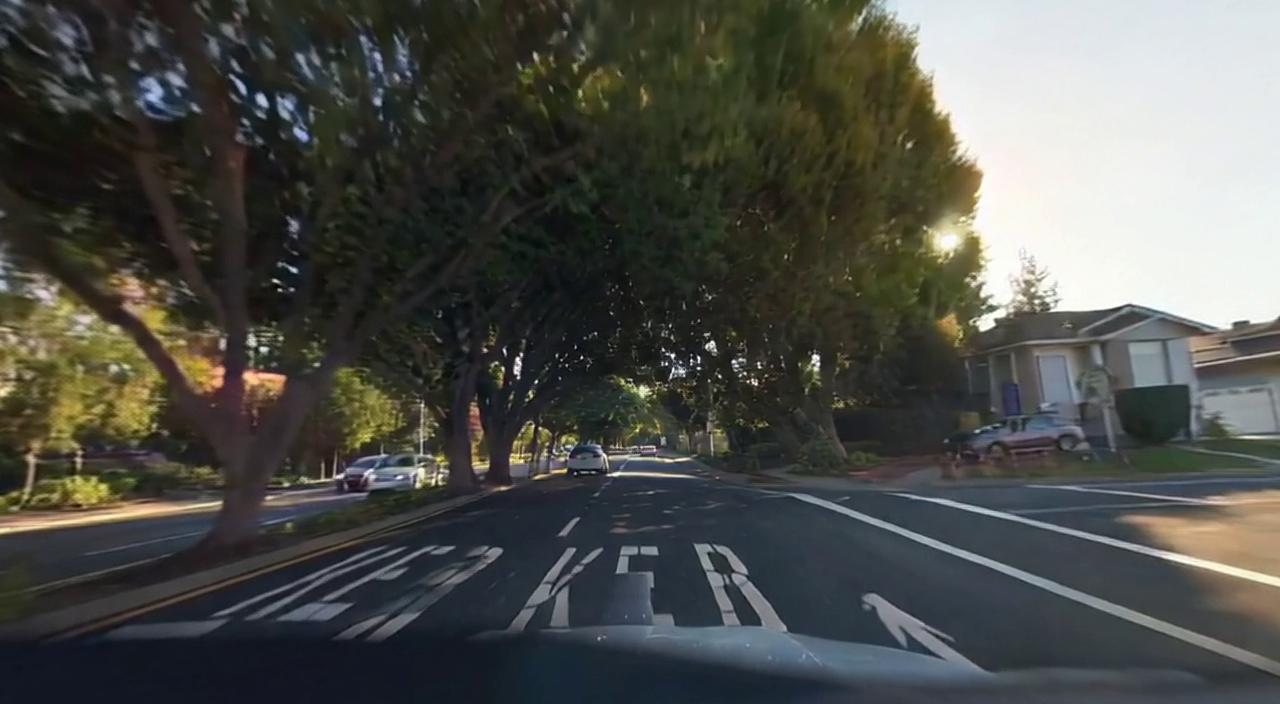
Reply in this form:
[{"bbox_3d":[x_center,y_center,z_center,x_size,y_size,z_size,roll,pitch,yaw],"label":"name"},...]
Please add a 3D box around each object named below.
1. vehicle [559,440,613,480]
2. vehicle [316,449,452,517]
[{"bbox_3d":[-2.574,5.255,30.995,2.190,1.766,4.394,0,-8,1],"label":"vehicle"},{"bbox_3d":[-6.535,3.347,16.652,1.972,1.514,4.241,1,-8,-3],"label":"vehicle"}]
